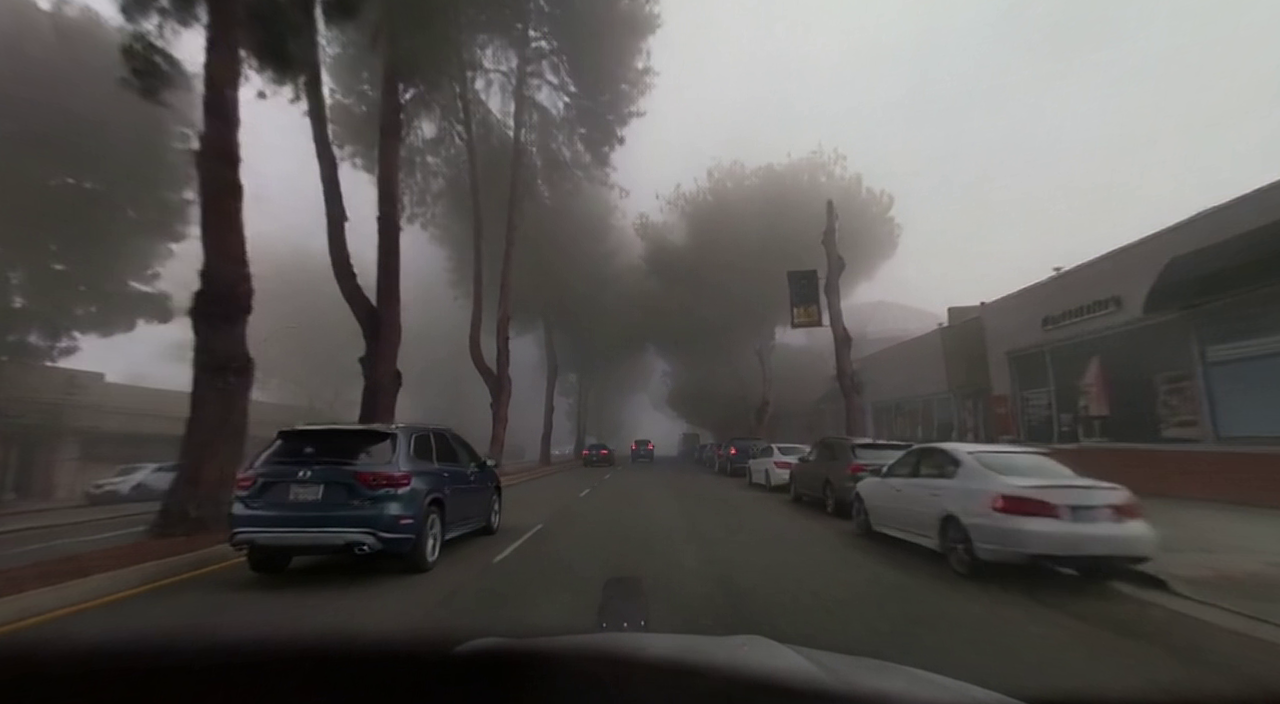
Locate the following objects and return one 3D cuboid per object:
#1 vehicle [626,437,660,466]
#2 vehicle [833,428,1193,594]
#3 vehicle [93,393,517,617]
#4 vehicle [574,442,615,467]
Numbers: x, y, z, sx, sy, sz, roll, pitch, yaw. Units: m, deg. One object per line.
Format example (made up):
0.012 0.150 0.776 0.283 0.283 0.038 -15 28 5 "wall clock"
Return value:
0.206 6.460 40.993 2.075 1.770 4.018 0 -8 0 "vehicle"
4.113 1.788 8.003 1.887 1.517 4.257 0 -8 -1 "vehicle"
-3.057 1.520 7.293 2.186 1.708 4.746 0 -8 1 "vehicle"
-2.833 6.490 40.043 2.151 1.484 4.468 0 -8 2 "vehicle"
